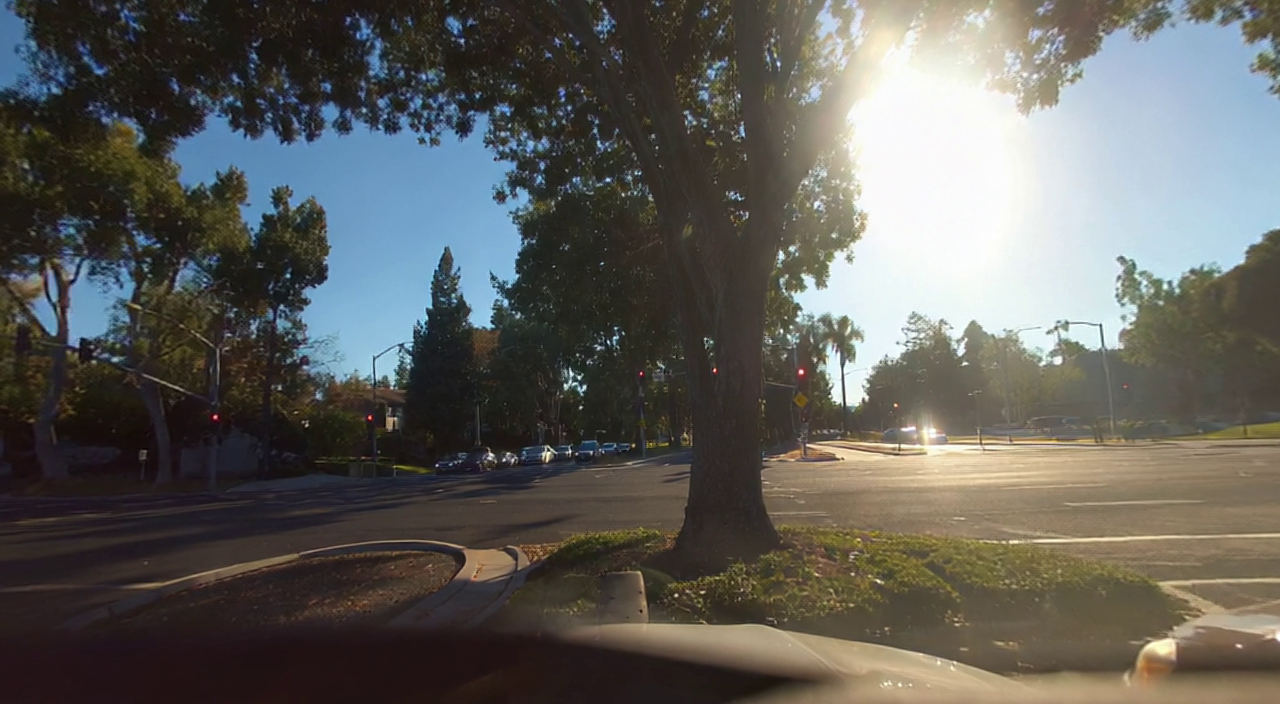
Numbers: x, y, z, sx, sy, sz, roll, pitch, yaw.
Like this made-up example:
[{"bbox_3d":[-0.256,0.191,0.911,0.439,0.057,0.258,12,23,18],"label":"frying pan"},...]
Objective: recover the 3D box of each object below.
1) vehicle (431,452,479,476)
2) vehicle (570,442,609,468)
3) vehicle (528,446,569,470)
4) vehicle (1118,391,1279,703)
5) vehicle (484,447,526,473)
[{"bbox_3d":[-13.389,8.132,45.992,2.101,1.637,4.304,0,-9,1],"label":"vehicle"},{"bbox_3d":[-3.553,7.329,45.114,2.215,1.732,4.684,-1,-9,3],"label":"vehicle"},{"bbox_3d":[-6.543,7.604,45.495,2.126,1.657,4.307,0,-9,2],"label":"vehicle"},{"bbox_3d":[3.062,0.618,0.427,1.978,1.468,4.544,0,-9,1],"label":"vehicle"},{"bbox_3d":[-9.775,7.838,45.951,2.064,1.725,4.243,0,-9,1],"label":"vehicle"}]
